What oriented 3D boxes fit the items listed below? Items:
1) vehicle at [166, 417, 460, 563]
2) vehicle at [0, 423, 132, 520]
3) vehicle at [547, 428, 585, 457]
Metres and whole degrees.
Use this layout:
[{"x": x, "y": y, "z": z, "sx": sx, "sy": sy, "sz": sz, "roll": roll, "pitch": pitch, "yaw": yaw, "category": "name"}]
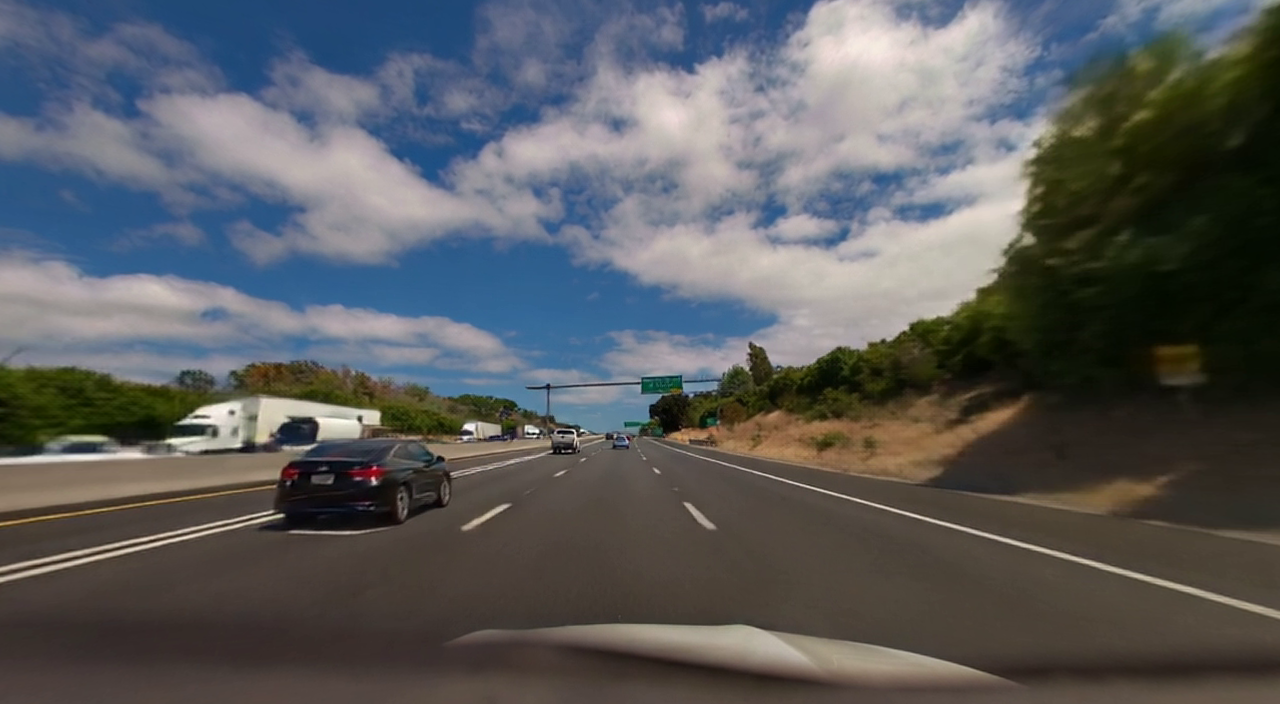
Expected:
[{"x": -4.139, "y": 1.776, "z": 8.934, "sx": 1.953, "sy": 1.550, "sz": 4.167, "roll": 0, "pitch": -8, "yaw": -1, "category": "vehicle"}, {"x": -11.948, "y": 2.136, "z": 11.388, "sx": 1.961, "sy": 1.644, "sz": 4.247, "roll": 0, "pitch": -8, "yaw": -1, "category": "vehicle"}, {"x": -5.188, "y": 6.399, "z": 44.549, "sx": 2.115, "sy": 1.887, "sz": 4.721, "roll": 0, "pitch": -8, "yaw": 0, "category": "vehicle"}]
